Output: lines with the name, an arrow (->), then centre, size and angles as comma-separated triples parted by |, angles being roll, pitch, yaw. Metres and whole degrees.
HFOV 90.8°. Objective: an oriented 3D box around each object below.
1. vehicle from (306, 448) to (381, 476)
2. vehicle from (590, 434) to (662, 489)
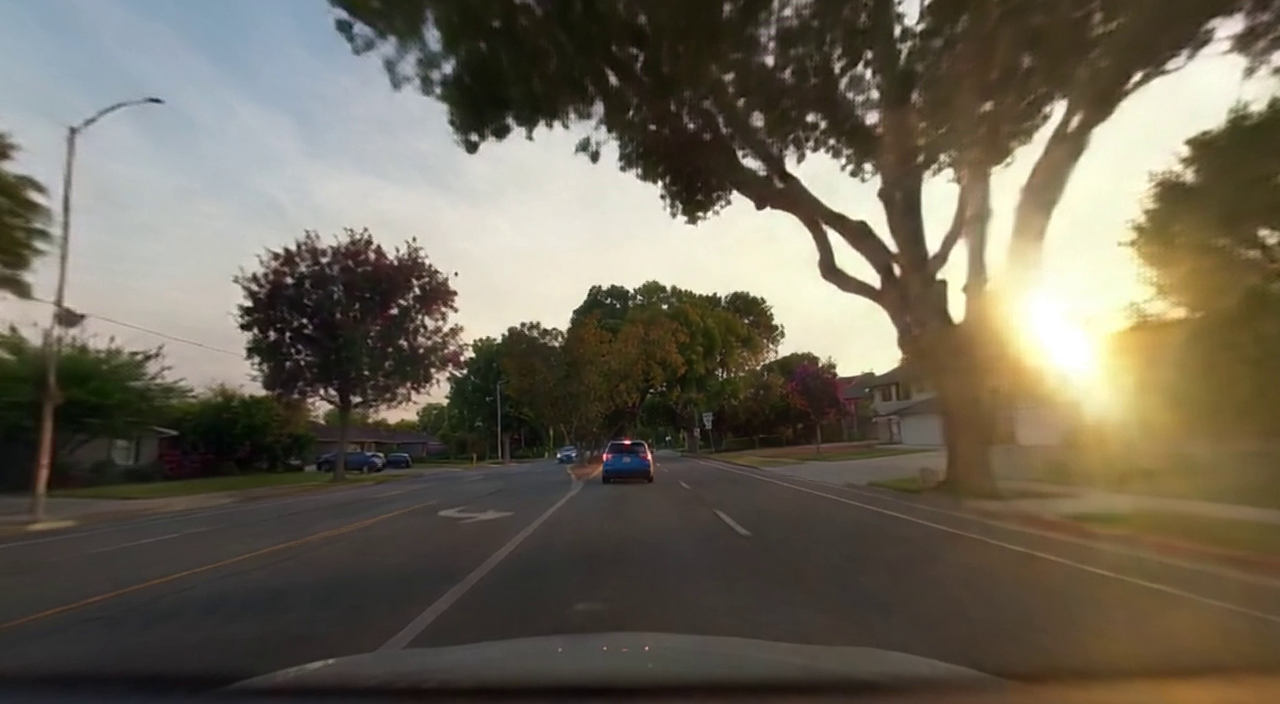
vehicle -> -21.646, 8.028, 46.247 | 4.470, 1.917, 1.932 | -1, -9, 3
vehicle -> -0.430, 3.605, 21.094 | 2.181, 1.639, 4.127 | 0, -8, 0
